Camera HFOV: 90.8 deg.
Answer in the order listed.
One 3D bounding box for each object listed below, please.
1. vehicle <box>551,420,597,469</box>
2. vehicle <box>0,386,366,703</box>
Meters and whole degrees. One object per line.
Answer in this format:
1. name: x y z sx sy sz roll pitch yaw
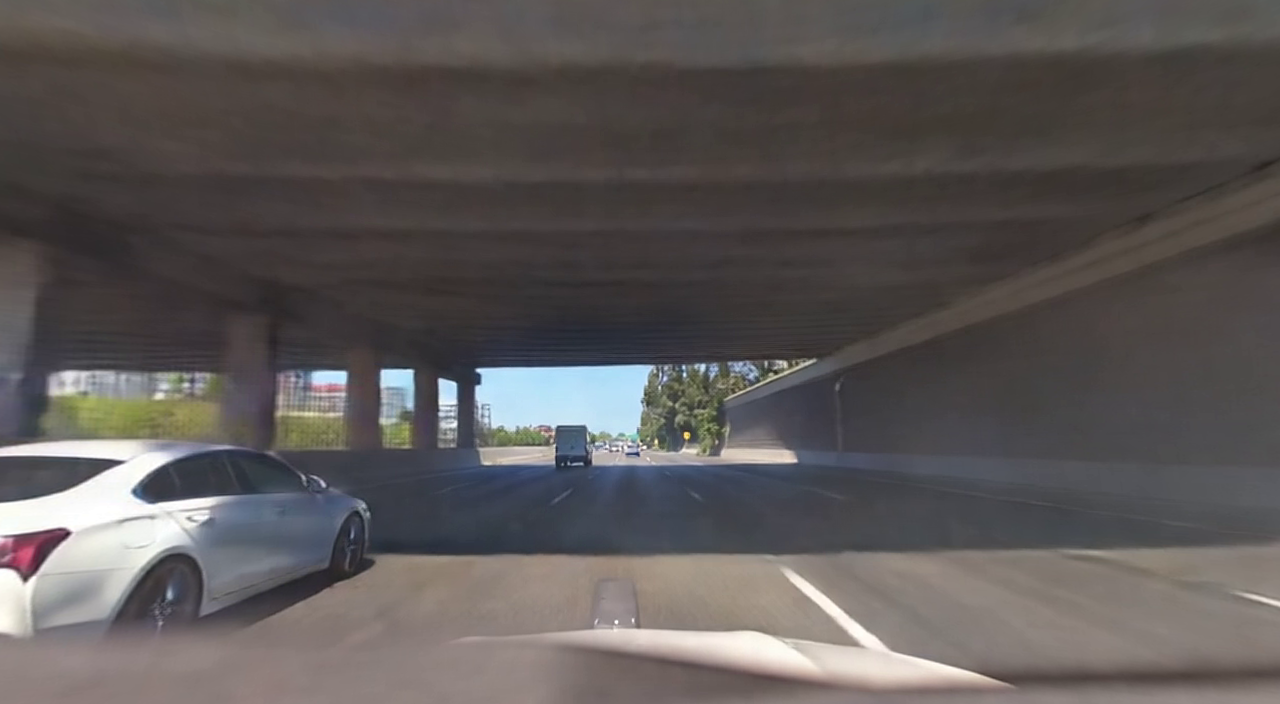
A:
1. vehicle: -4.273 6.128 41.862 2.364 2.953 6.732 0 -8 -1
2. vehicle: -3.720 1.106 3.837 2.025 1.556 4.594 0 -8 0
